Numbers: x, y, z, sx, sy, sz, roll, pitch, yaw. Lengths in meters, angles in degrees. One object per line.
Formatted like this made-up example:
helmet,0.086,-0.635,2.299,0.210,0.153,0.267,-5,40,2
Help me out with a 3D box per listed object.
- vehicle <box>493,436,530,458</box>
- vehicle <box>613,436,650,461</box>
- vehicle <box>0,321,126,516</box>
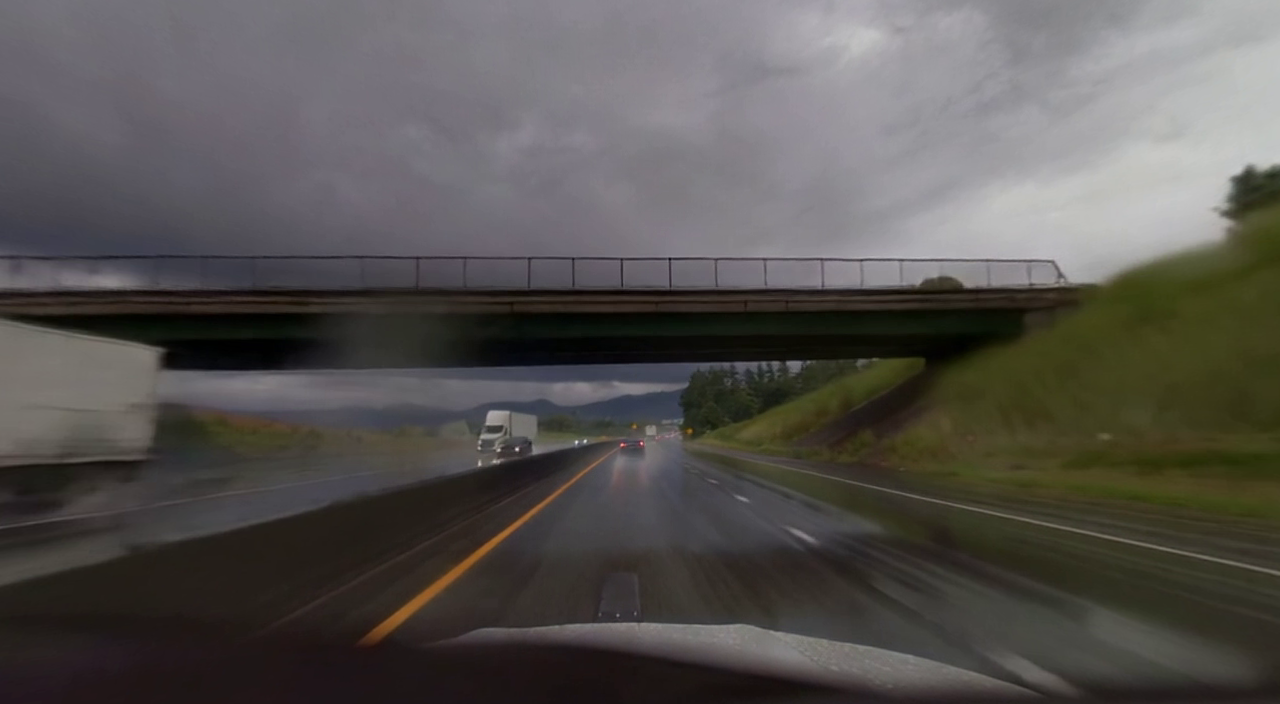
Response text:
vehicle,-8.733,6.470,43.020,1.790,1.375,3.778,0,-7,-1
vehicle,-0.521,5.568,36.675,1.996,1.325,4.029,0,-7,-1
vehicle,-13.968,0.921,9.424,2.764,3.825,11.730,0,-7,-1
